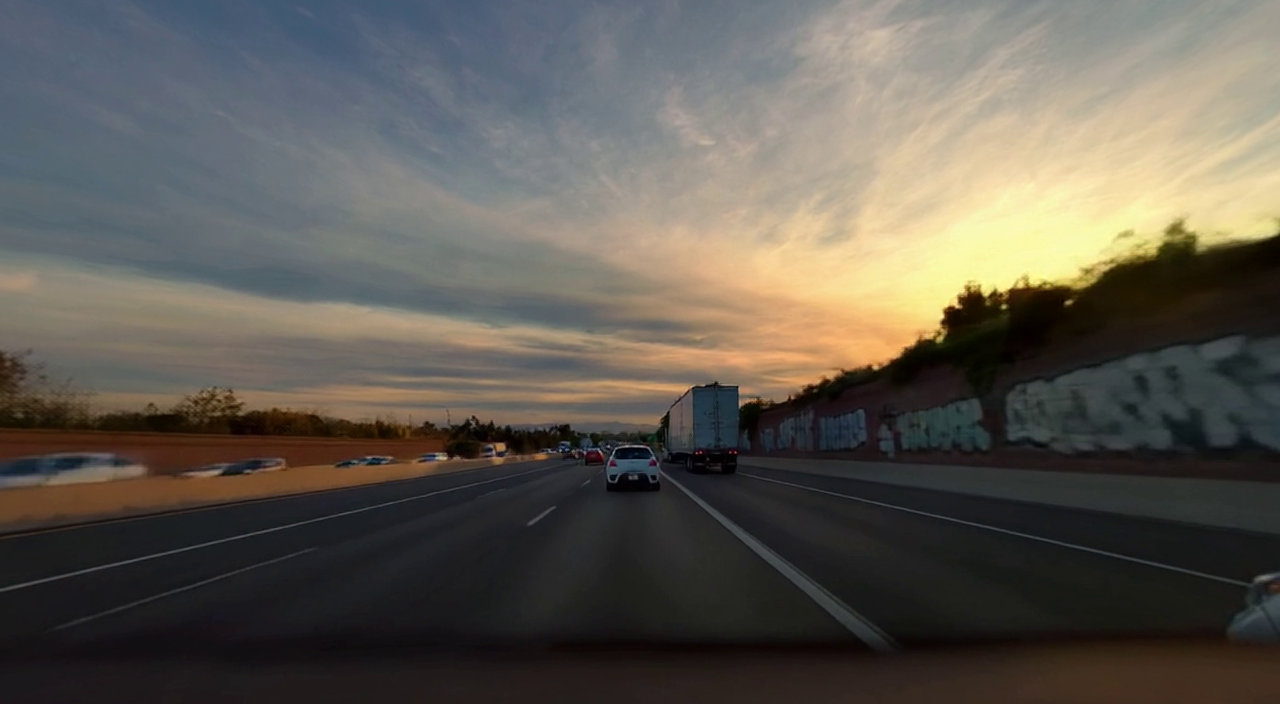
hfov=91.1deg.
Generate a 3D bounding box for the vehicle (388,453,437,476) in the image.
[{"bbox_3d":[-15.658,7.760,43.493,1.908,1.458,4.057,0,-9,-1],"label":"vehicle"}]

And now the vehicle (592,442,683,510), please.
[{"bbox_3d":[-0.114,3.092,16.175,2.033,1.468,4.015,0,-9,-1],"label":"vehicle"}]

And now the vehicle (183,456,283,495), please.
[{"bbox_3d":[-17.200,5.222,26.811,1.704,1.435,3.861,0,-8,0],"label":"vehicle"}]

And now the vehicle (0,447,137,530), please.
[{"bbox_3d":[-12.469,2.580,12.079,1.927,1.477,4.508,0,-9,-1],"label":"vehicle"}]

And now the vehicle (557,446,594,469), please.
[{"bbox_3d":[-4.355,7.204,42.991,2.067,1.481,4.085,-1,-9,1],"label":"vehicle"}]

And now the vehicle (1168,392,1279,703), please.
[{"bbox_3d":[3.424,0.602,0.406,1.996,1.497,4.754,0,-9,-1],"label":"vehicle"}]

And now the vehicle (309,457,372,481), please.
[{"bbox_3d":[-21.013,8.211,44.346,2.070,1.453,4.840,0,-9,-1],"label":"vehicle"}]

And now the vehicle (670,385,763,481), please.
[{"bbox_3d":[3.560,4.467,33.677,2.902,4.014,14.446,0,-9,-1],"label":"vehicle"}]
